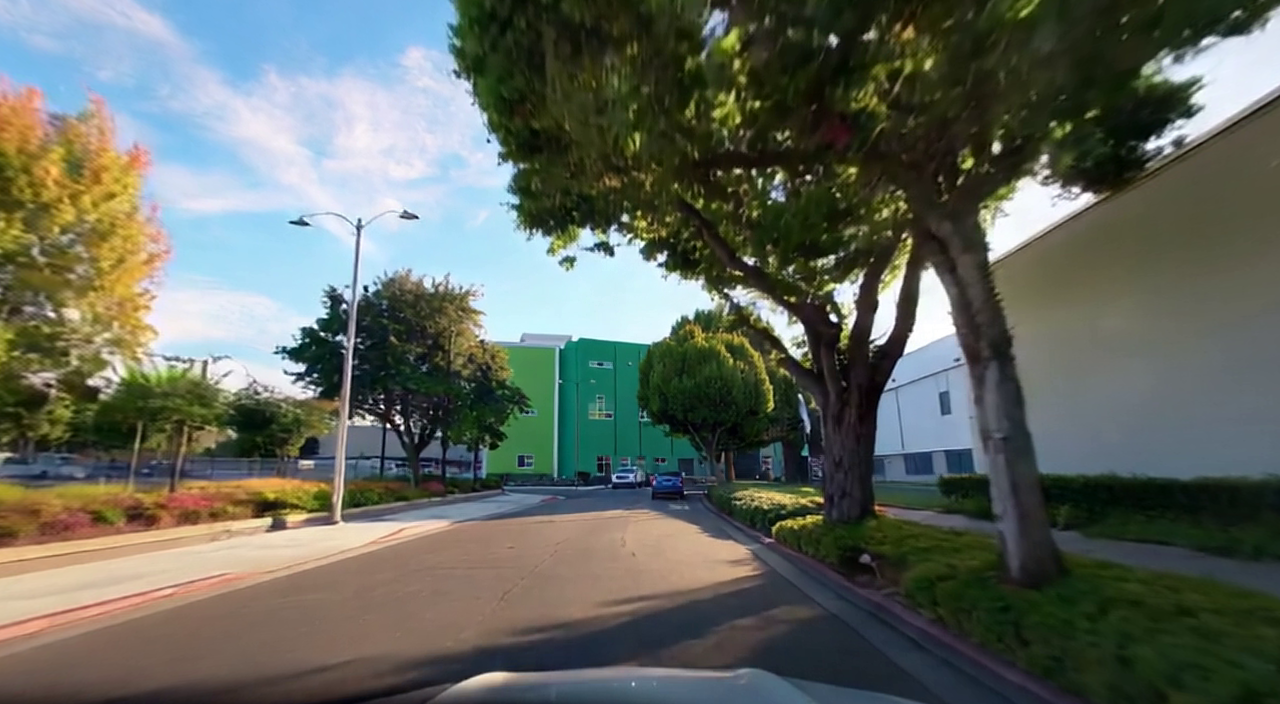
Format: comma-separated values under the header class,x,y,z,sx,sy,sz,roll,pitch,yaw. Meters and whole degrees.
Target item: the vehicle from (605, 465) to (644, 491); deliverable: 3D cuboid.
class,x,y,z,sx,sy,sz,roll,pitch,yaw
vehicle,-1.164,9.653,48.438,2.022,1.776,4.625,-3,-10,11
